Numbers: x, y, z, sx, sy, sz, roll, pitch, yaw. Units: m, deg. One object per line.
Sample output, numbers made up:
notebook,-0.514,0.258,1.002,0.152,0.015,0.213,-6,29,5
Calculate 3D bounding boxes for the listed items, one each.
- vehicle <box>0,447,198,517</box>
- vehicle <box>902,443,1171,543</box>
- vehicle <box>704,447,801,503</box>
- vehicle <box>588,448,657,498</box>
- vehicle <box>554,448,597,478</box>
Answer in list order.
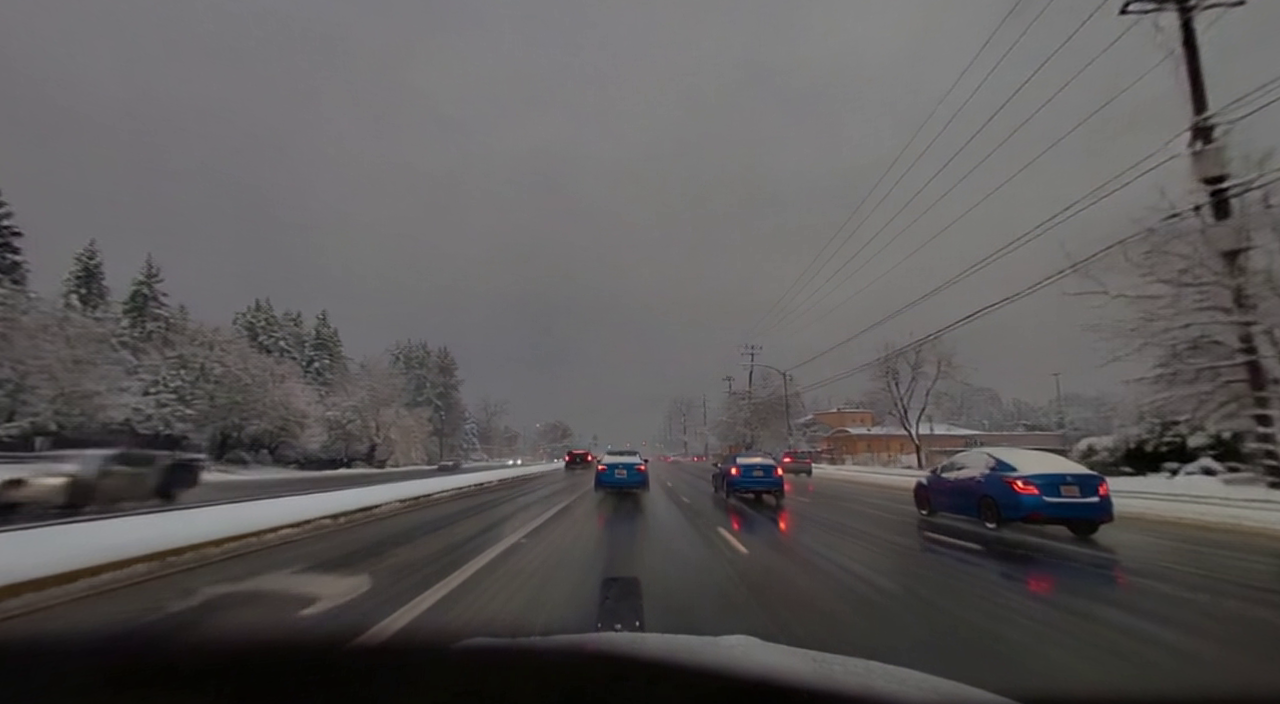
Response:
vehicle,-15.769,3.687,18.637,2.035,1.762,4.753,0,-8,-1
vehicle,6.818,2.424,11.620,2.004,1.455,4.417,0,-8,-1
vehicle,3.311,3.715,19.551,2.053,1.490,4.464,0,-8,-2
vehicle,-0.545,3.989,21.276,2.065,1.464,4.216,0,-8,-1
vehicle,-3.774,6.601,37.867,2.073,1.606,4.364,0,-8,1
